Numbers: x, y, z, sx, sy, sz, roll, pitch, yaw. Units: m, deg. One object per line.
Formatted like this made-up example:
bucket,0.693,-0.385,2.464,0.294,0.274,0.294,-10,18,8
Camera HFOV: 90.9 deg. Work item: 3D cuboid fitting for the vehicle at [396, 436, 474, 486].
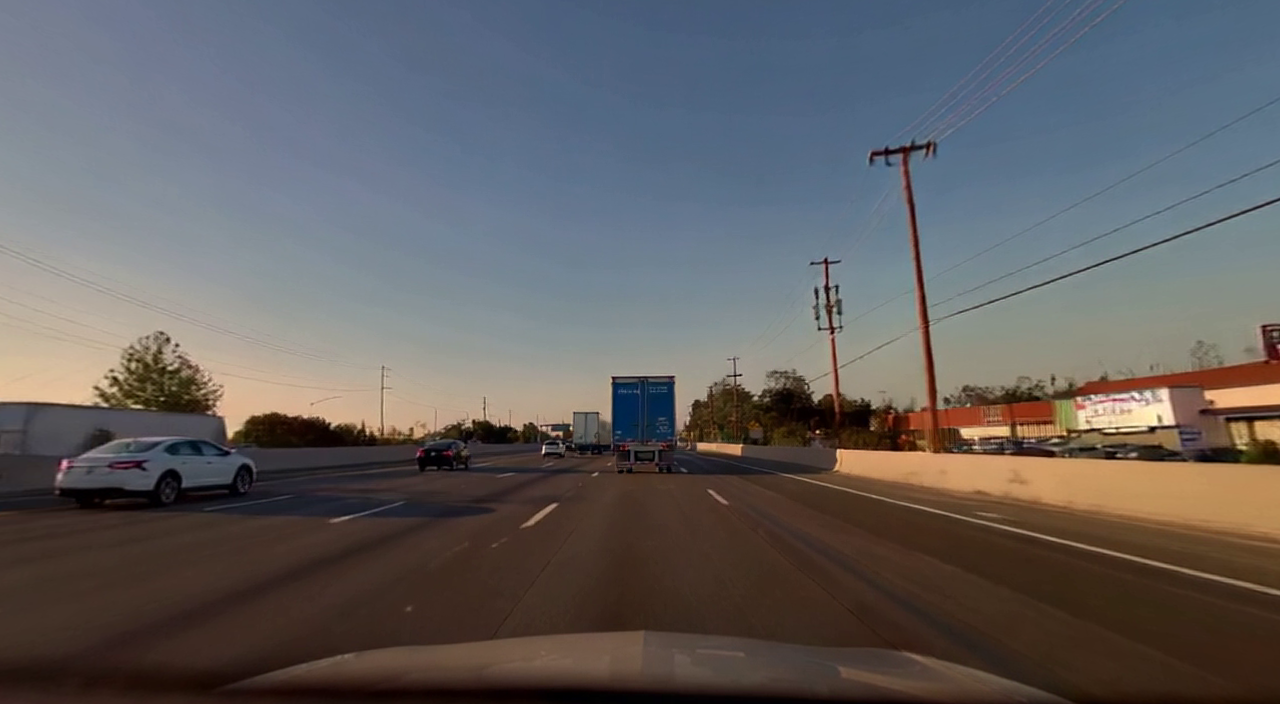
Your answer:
vehicle,-7.025,3.756,21.931,1.736,1.580,2.778,0,-9,0

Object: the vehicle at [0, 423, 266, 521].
vehicle,-10.900,2.577,14.068,2.046,1.779,4.752,0,-9,2

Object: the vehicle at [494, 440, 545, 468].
vehicle,-6.666,5.701,35.290,1.933,1.459,4.478,0,-9,0

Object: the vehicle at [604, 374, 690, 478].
vehicle,0.145,3.291,26.794,2.941,3.604,9.851,0,-9,-1
